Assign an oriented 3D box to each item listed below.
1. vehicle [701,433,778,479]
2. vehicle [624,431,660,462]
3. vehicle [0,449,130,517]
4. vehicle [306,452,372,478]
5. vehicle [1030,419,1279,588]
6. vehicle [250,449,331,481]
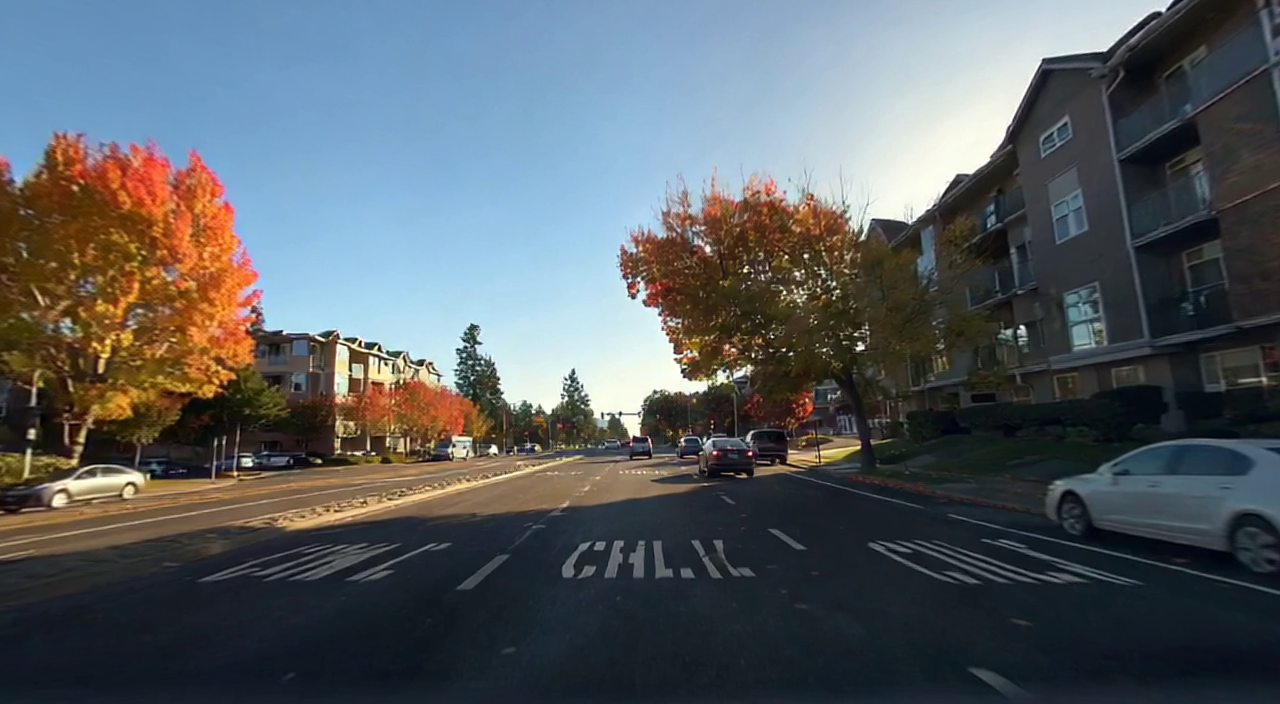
[{"bbox_3d":[3.528,3.798,23.217,1.977,1.498,4.521,0,-8,-1],"label":"vehicle"},{"bbox_3d":[0.108,6.139,41.082,2.239,1.856,4.815,0,-8,-1],"label":"vehicle"},{"bbox_3d":[-19.078,4.008,19.705,2.080,1.846,4.948,0,-8,0],"label":"vehicle"},{"bbox_3d":[-19.218,7.211,40.457,1.886,1.495,4.593,0,-8,1],"label":"vehicle"},{"bbox_3d":[6.760,1.551,6.938,1.934,1.507,4.670,0,-8,0],"label":"vehicle"},{"bbox_3d":[-22.363,7.203,40.596,2.113,1.865,5.128,-1,-8,2],"label":"vehicle"}]
